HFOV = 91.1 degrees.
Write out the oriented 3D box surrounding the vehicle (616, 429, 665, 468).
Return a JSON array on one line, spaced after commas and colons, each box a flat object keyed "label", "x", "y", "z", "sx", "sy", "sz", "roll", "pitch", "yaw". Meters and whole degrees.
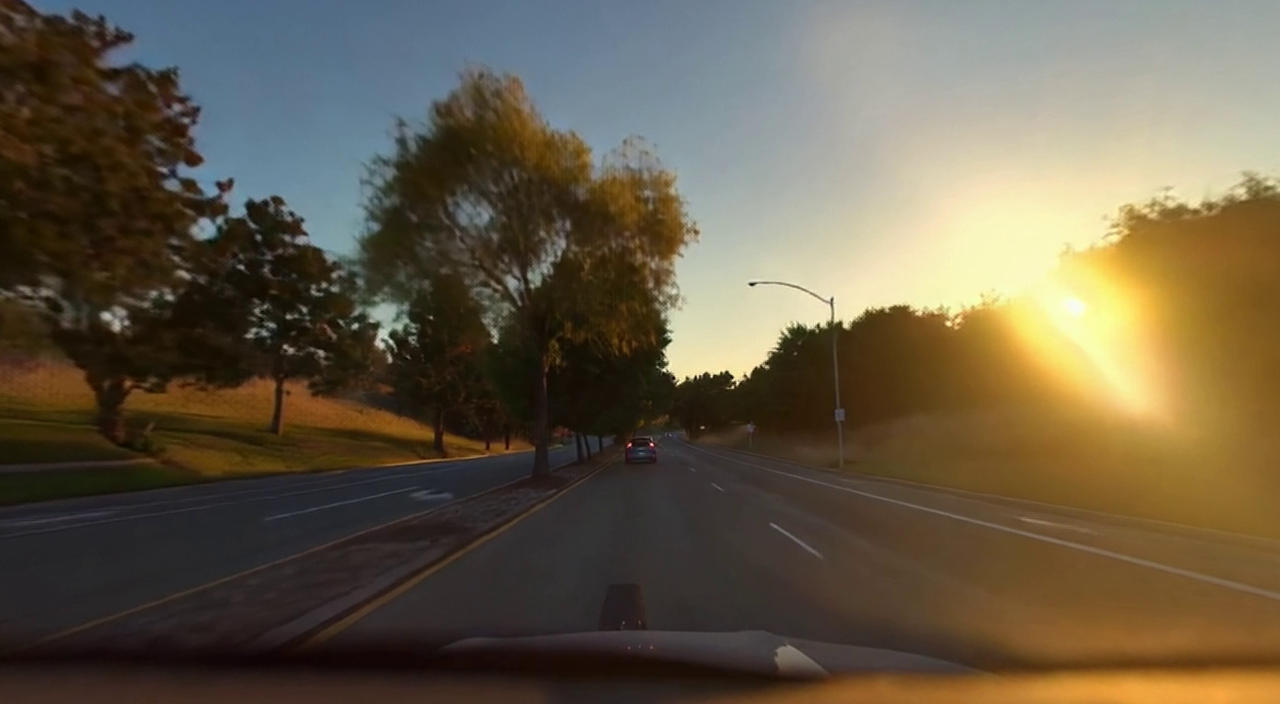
[{"label": "vehicle", "x": 0.049, "y": 4.695, "z": 30.710, "sx": 2.256, "sy": 1.734, "sz": 4.176, "roll": 0, "pitch": -8, "yaw": 1}]
